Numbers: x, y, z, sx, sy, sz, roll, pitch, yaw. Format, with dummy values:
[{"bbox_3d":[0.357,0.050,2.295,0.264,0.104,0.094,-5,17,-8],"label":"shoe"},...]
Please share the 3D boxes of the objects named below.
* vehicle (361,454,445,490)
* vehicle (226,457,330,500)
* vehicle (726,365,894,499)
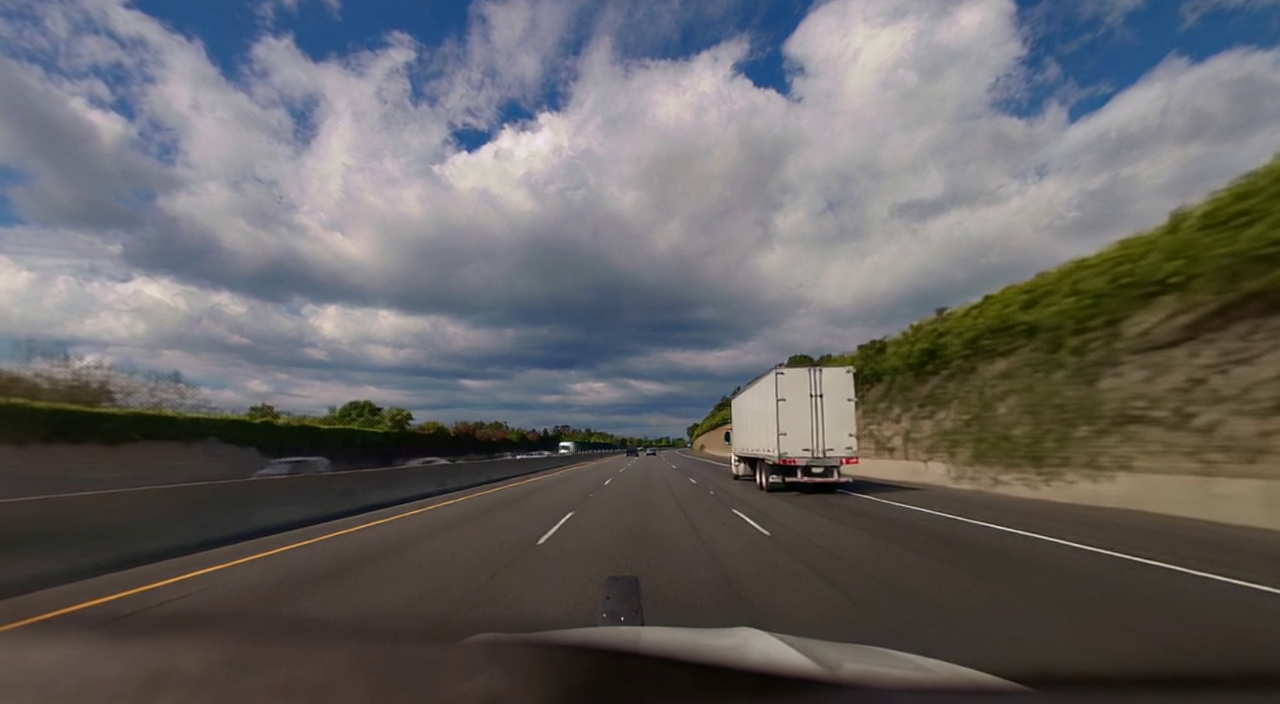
[{"bbox_3d":[-10.805,5.478,29.147,2.192,1.516,4.296,0,-9,0],"label":"vehicle"},{"bbox_3d":[-14.358,5.009,25.304,1.841,1.561,3.800,0,-9,1],"label":"vehicle"},{"bbox_3d":[4.745,2.594,19.708,2.771,3.313,8.121,0,-9,-1],"label":"vehicle"}]
